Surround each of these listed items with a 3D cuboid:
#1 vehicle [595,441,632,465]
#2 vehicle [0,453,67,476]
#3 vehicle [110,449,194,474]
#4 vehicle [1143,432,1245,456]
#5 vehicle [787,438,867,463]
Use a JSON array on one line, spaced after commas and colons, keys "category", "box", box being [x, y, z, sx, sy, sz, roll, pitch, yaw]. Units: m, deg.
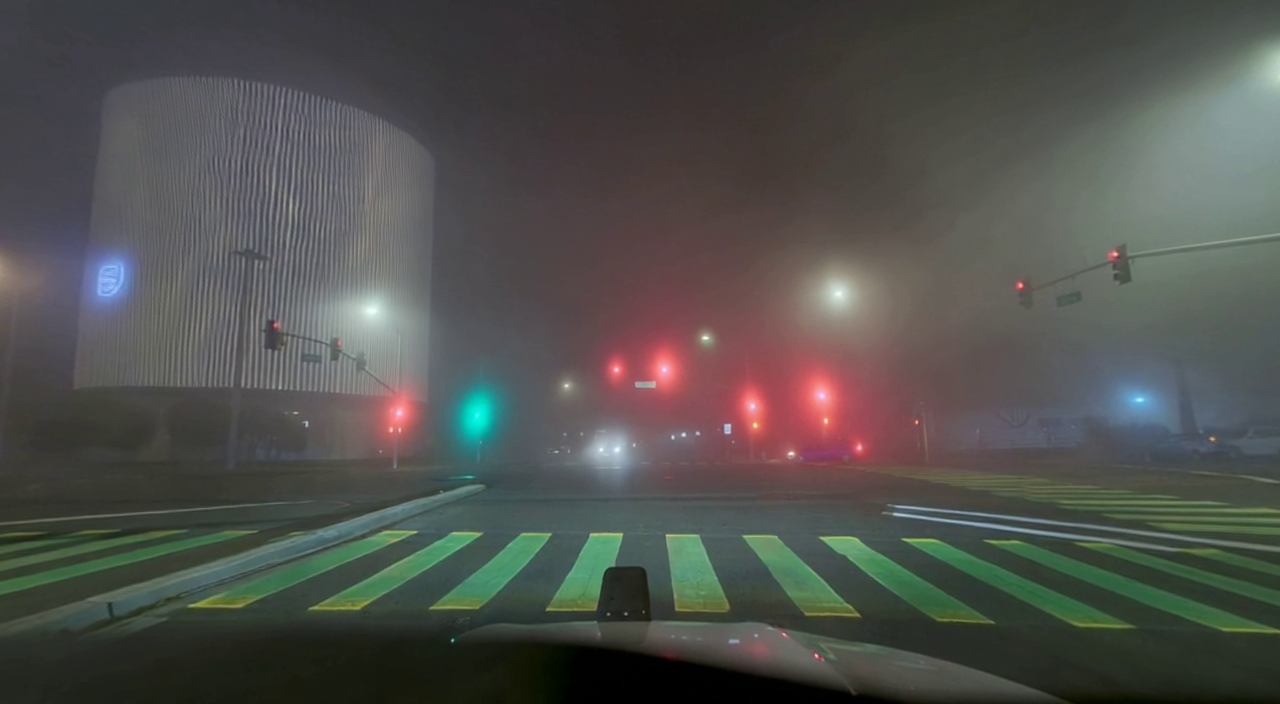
[{"category": "vehicle", "box": [-1.835, 6.644, 41.753, 2.280, 1.454, 4.836, 1, -8, -4]}, {"category": "vehicle", "box": [-41.645, 7.634, 42.771, 3.698, 1.467, 1.779, 0, -8, 1]}, {"category": "vehicle", "box": [-33.074, 7.408, 42.759, 4.136, 1.661, 1.857, 0, -8, 1]}, {"category": "vehicle", "box": [36.150, 6.020, 41.200, 4.767, 1.456, 1.858, 0, -8, 2]}, {"category": "vehicle", "box": [11.659, 6.174, 39.548, 4.529, 1.457, 1.981, -2, -9, 9]}]
